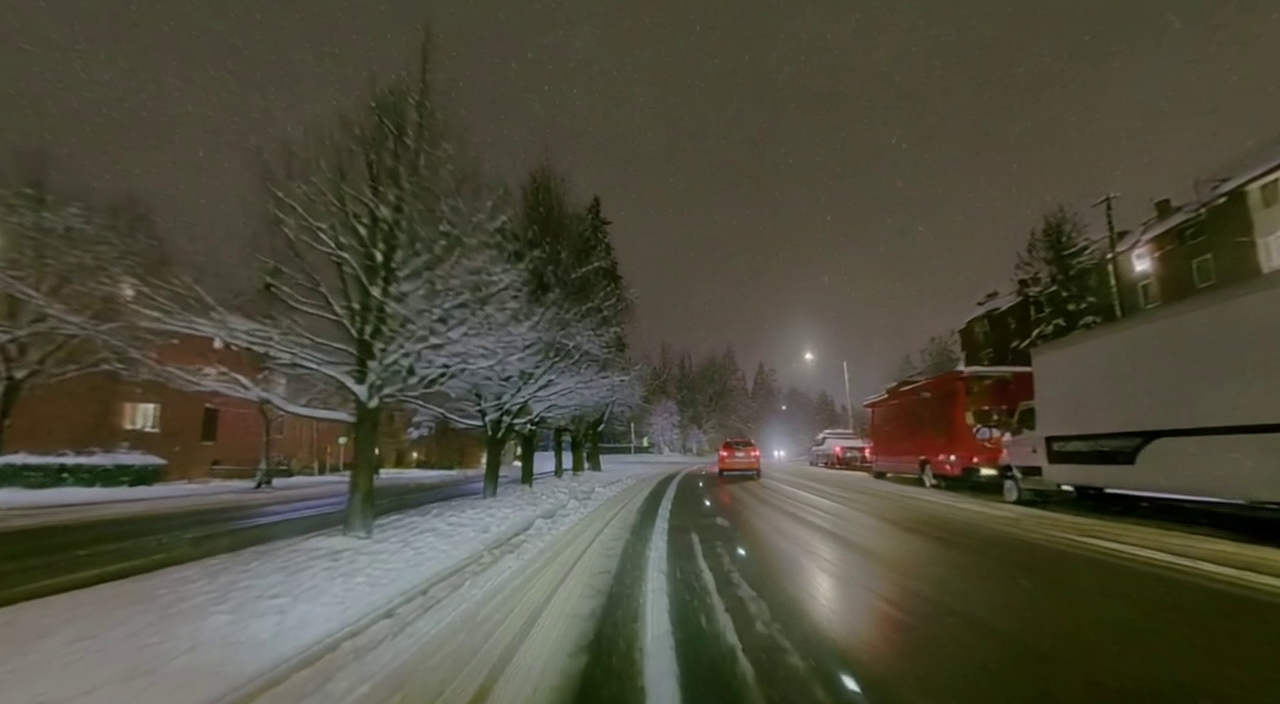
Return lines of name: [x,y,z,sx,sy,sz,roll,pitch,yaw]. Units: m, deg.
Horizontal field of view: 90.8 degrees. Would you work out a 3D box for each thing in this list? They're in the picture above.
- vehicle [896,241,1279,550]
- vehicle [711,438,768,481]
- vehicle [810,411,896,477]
vehicle: [10.355,1.324,13.446,2.887,4.158,18.418,-1,-9,2]
vehicle: [4.542,4.979,29.572,2.215,1.812,4.569,-1,-9,4]
vehicle: [11.852,5.222,35.919,2.893,3.309,7.300,0,-9,5]
